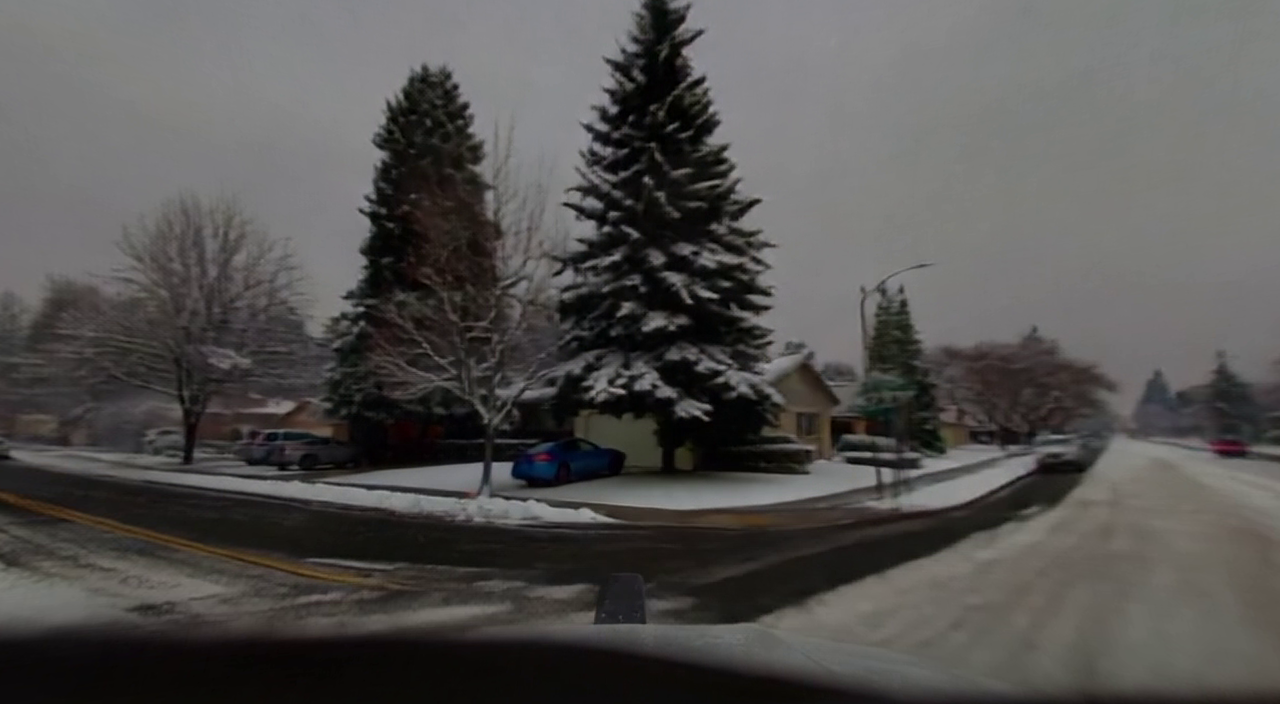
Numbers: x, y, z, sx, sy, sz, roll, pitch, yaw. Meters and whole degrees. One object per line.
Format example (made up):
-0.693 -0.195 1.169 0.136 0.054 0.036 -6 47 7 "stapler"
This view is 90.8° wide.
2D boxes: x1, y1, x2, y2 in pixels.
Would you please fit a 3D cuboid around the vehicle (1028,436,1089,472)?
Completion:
19.475 4.704 29.310 2.075 1.551 4.074 -6 -10 35 "vehicle"

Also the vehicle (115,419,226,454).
-28.344 5.123 38.317 2.181 1.911 4.861 -7 -10 36 "vehicle"

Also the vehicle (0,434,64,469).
-28.767 4.558 29.161 4.698 1.506 2.009 -5 -10 34 "vehicle"

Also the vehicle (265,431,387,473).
-13.554 4.331 27.493 1.978 1.666 4.230 -6 -11 37 "vehicle"

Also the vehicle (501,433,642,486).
-2.064 3.425 20.428 1.917 1.499 4.569 -6 -10 36 "vehicle"

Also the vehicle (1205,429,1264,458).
36.439 5.626 38.814 2.116 1.711 4.155 -6 -10 37 "vehicle"
